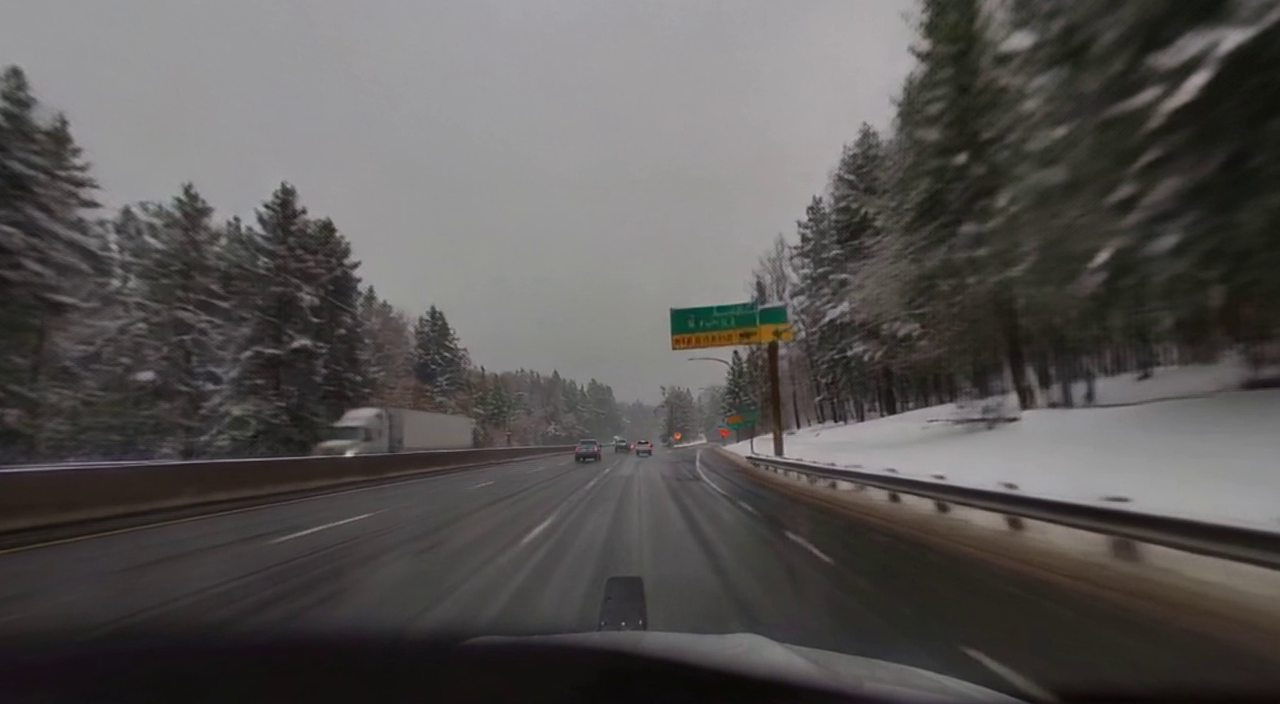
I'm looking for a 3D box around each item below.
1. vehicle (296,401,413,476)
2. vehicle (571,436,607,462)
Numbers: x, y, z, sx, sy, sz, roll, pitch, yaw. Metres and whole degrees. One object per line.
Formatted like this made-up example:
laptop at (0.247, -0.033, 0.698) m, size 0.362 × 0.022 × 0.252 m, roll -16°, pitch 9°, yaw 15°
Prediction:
vehicle at (-17.112, 5.343, 38.745) m, size 3.004 × 4.024 × 8.629 m, roll 0°, pitch -8°, yaw 0°
vehicle at (-3.604, 6.936, 45.070) m, size 2.129 × 1.742 × 4.217 m, roll 0°, pitch -8°, yaw 1°
